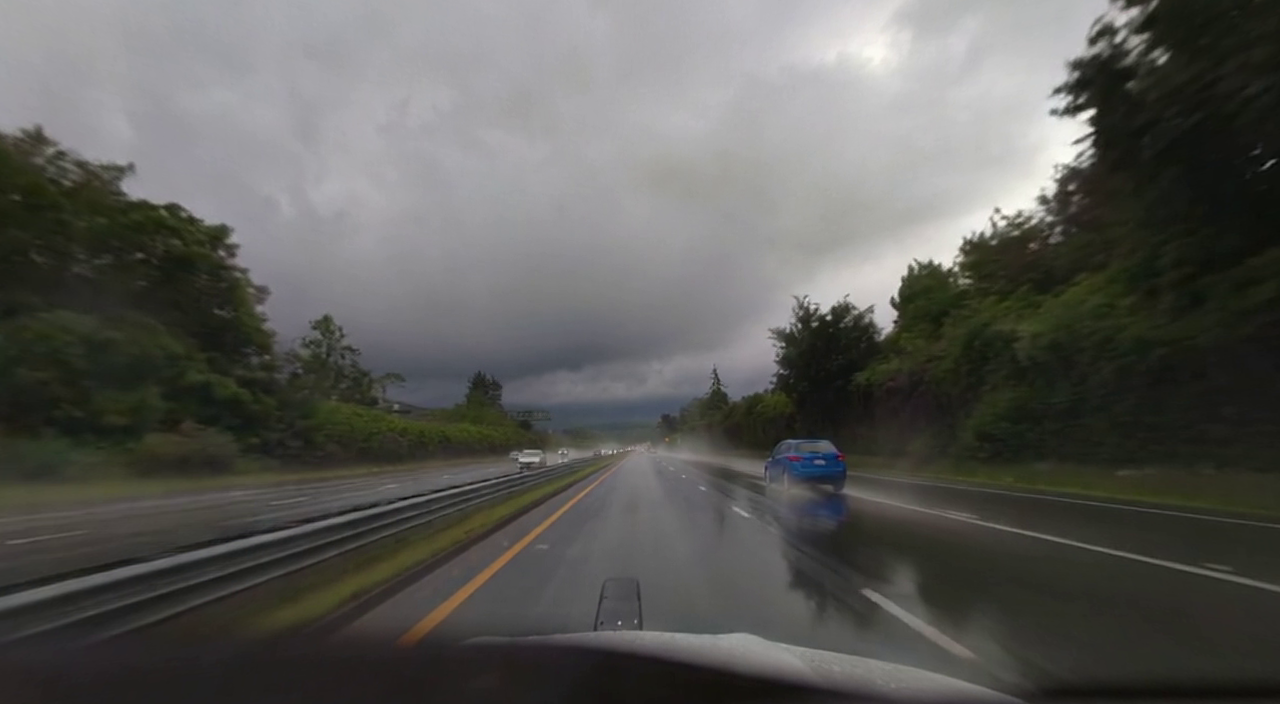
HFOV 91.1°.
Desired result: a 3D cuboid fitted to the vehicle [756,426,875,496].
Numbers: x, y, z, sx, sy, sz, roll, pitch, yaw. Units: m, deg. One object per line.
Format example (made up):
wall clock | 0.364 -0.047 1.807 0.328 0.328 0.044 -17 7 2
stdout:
vehicle | 4.979 3.191 18.652 2.117 1.783 4.627 0 -9 -1
